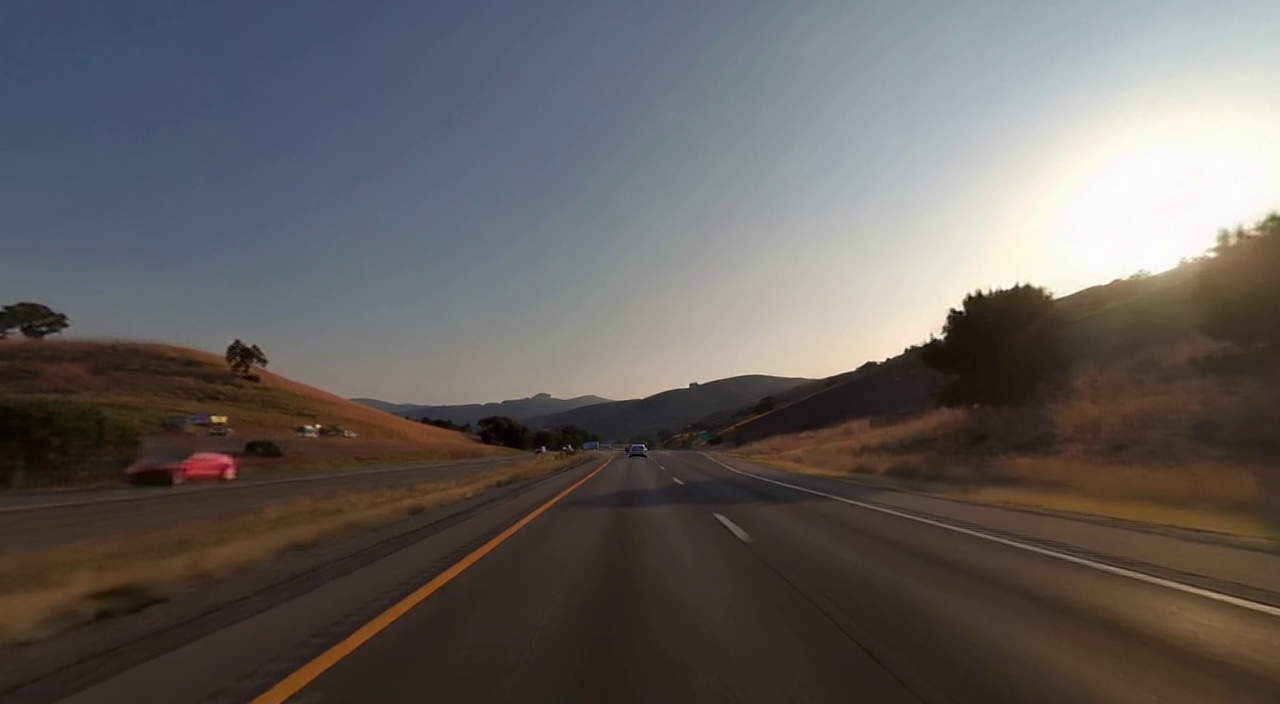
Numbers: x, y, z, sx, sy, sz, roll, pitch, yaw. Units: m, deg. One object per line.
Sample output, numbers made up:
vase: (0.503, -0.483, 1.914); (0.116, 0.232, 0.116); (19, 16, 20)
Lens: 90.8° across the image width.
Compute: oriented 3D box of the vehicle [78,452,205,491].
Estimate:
vehicle: (-21.830, 5.197, 27.953); (1.882, 1.515, 4.528); (0, -8, 0)
